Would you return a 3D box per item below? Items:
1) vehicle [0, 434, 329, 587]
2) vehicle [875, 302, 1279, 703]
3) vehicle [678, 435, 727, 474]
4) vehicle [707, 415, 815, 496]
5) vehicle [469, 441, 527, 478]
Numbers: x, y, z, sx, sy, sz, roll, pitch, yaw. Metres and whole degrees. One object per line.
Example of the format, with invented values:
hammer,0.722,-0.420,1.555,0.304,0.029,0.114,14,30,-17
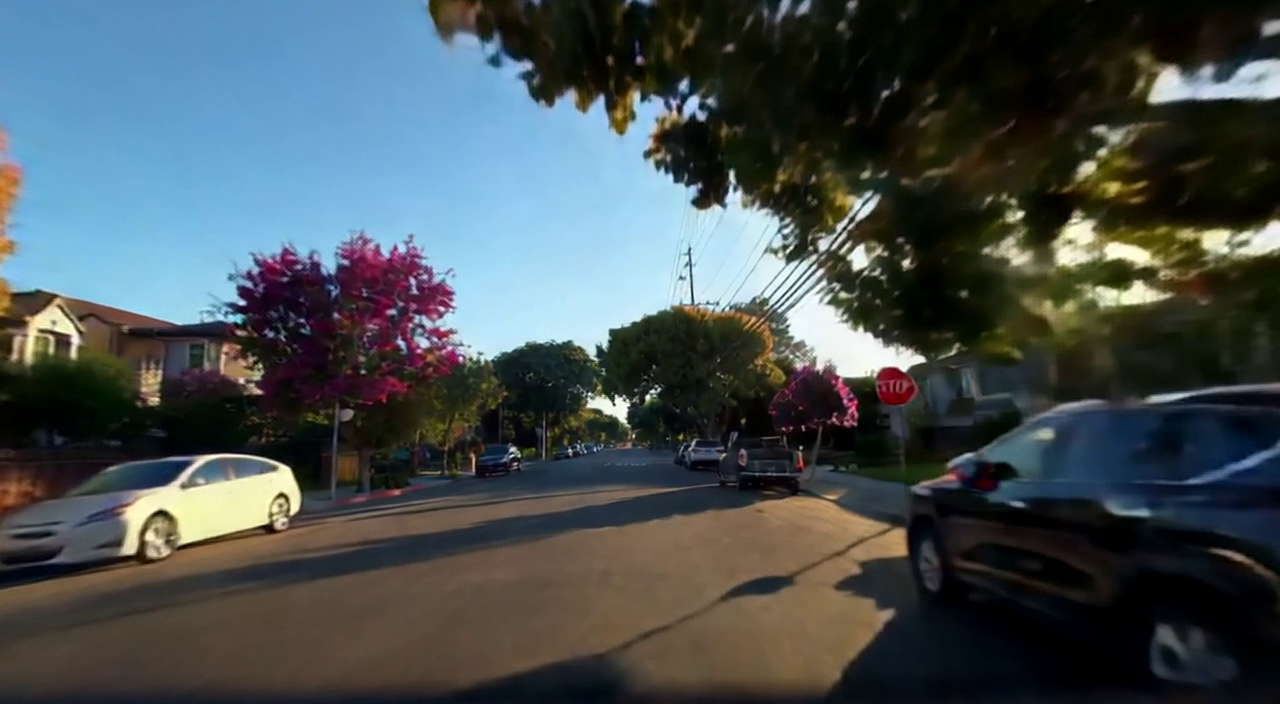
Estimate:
vehicle,-6.749,2.181,9.171,2.086,1.516,4.568,-6,-11,1
vehicle,3.202,0.923,3.532,2.069,1.750,4.294,0,-9,0
vehicle,3.059,5.134,31.768,1.993,1.778,4.311,0,-9,0
vehicle,3.423,3.079,19.138,2.111,2.054,5.748,0,-9,0
vehicle,-7.405,5.707,33.309,1.980,1.664,4.342,-5,-11,-1
